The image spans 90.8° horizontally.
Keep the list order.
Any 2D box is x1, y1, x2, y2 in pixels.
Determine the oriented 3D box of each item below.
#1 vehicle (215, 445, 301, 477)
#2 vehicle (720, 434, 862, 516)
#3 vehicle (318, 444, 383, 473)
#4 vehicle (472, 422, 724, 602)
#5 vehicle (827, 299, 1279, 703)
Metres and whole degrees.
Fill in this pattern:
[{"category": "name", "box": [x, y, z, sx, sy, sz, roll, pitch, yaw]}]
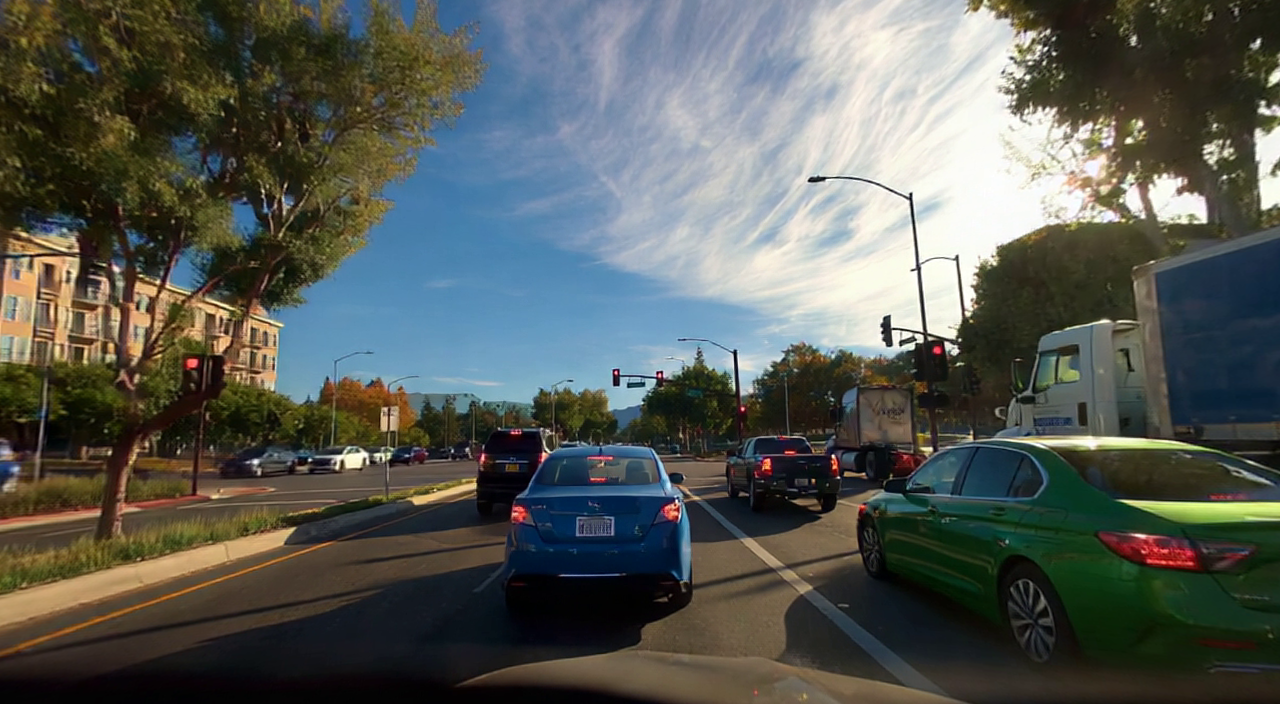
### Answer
[{"category": "vehicle", "box": [-21.648, 6.168, 36.042, 1.935, 1.701, 4.590, 0, -8, 1]}, {"category": "vehicle", "box": [3.156, 2.673, 14.303, 2.026, 1.549, 4.559, 0, -8, -1]}, {"category": "vehicle", "box": [-17.918, 6.565, 39.327, 1.976, 1.667, 4.274, 0, -8, 0]}, {"category": "vehicle", "box": [-0.370, 1.651, 7.380, 2.143, 1.520, 3.848, 0, -8, 0]}, {"category": "vehicle", "box": [3.577, 1.107, 5.053, 2.572, 1.945, 5.065, 0, -8, 0]}]
